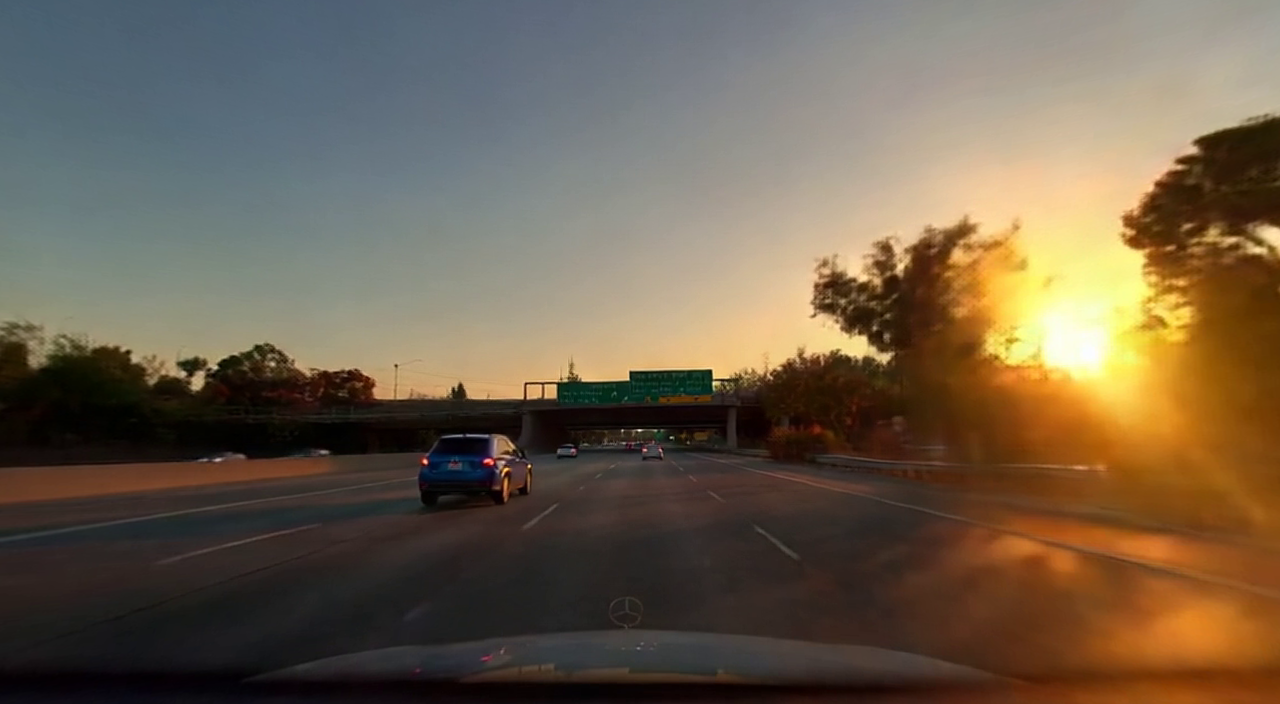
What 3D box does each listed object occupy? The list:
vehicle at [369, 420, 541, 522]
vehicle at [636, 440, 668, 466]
[{"bbox_3d":[-3.605,2.419,13.347,2.214,1.759,4.435,-1,-8,1],"label":"vehicle"},{"bbox_3d":[0.751,6.709,42.085,2.023,1.589,4.030,0,-8,0],"label":"vehicle"}]
